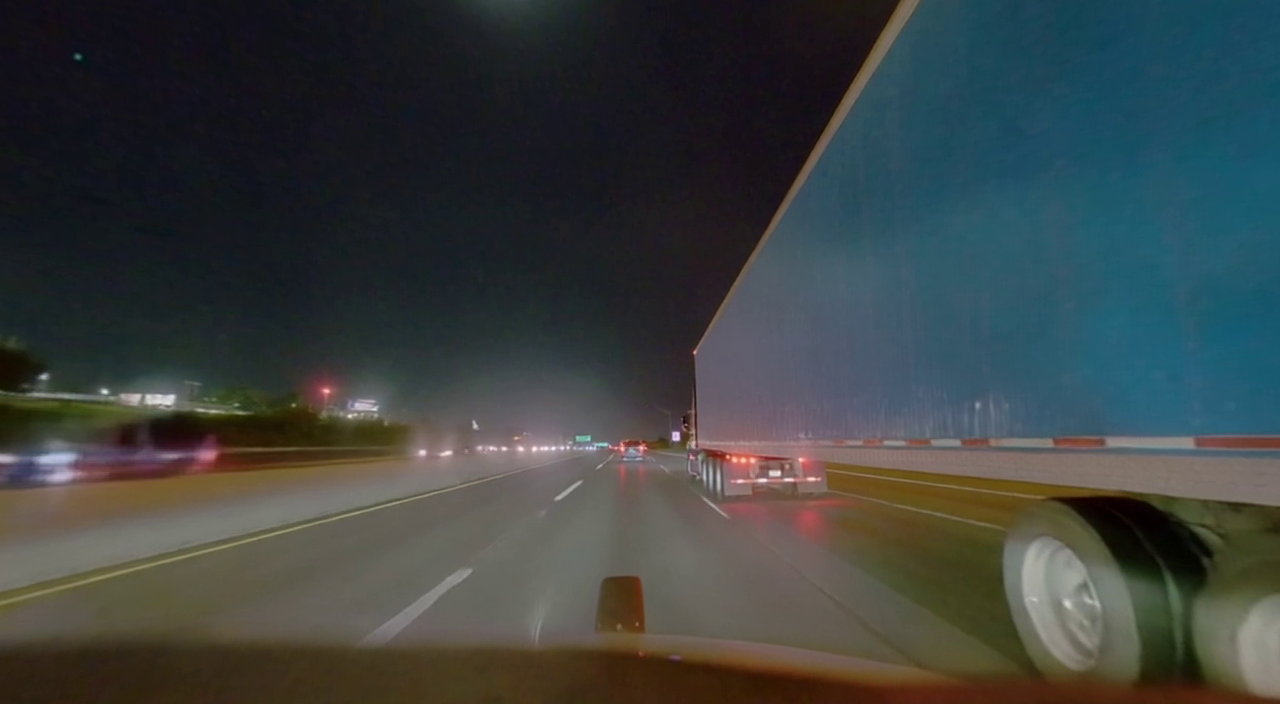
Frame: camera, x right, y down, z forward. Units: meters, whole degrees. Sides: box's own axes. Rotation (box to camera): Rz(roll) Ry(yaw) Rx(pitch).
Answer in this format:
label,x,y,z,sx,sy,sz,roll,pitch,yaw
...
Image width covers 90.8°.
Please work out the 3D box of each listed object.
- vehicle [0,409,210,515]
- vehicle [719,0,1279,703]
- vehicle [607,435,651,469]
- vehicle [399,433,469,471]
label,x,y,z,sx,sy,sz,roll,pitch,yaw
vehicle,-13.948,2.697,15.888,2.213,2.161,5.648,0,-9,0
vehicle,3.381,0.125,6.310,2.996,4.123,15.965,0,-9,0
vehicle,-0.594,5.316,33.696,2.191,1.685,4.015,0,-9,-1
vehicle,-10.241,5.000,31.805,2.107,1.758,4.496,0,-9,-2
